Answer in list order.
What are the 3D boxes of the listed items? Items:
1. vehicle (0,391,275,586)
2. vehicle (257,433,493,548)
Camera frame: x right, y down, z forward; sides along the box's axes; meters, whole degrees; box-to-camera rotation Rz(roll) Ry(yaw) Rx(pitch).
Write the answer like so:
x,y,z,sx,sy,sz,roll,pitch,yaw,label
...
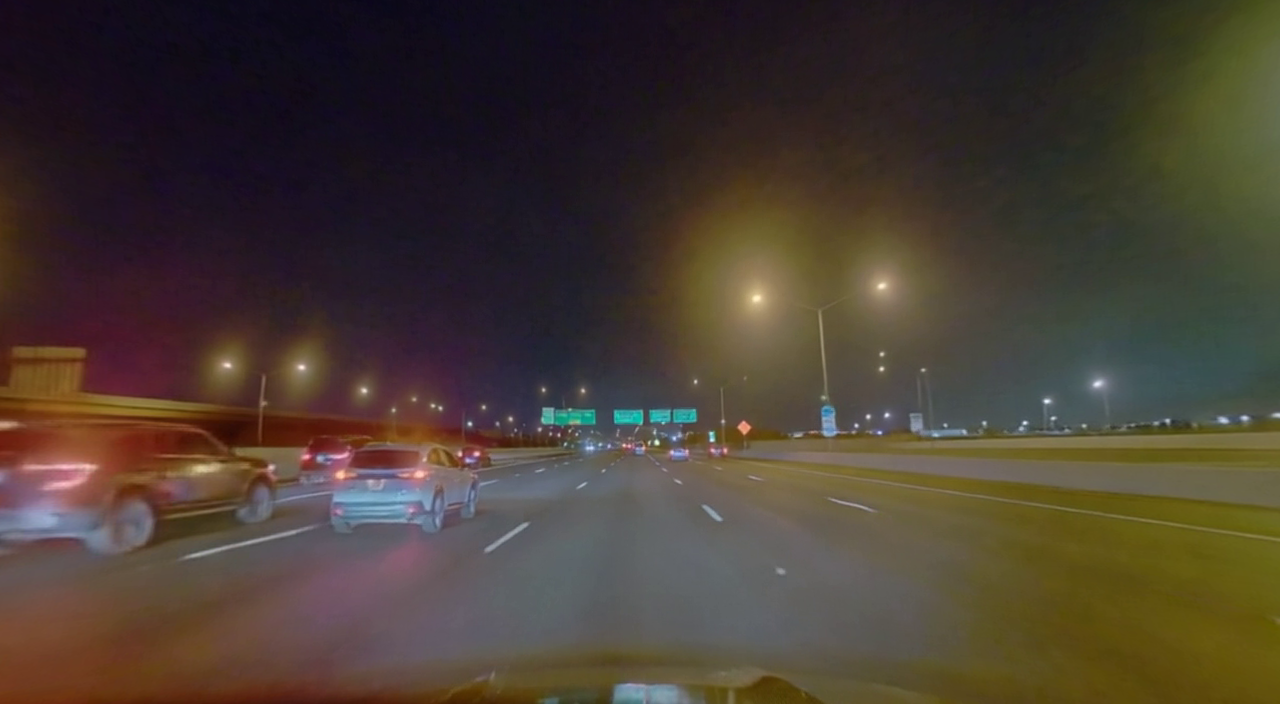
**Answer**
x,y,z,sx,sy,sz,roll,pitch,yaw,label
-7.310,1.612,8.057,2.208,1.876,5.088,0,-8,0,vehicle
-4.065,2.179,10.732,2.051,1.516,4.493,0,-8,0,vehicle
